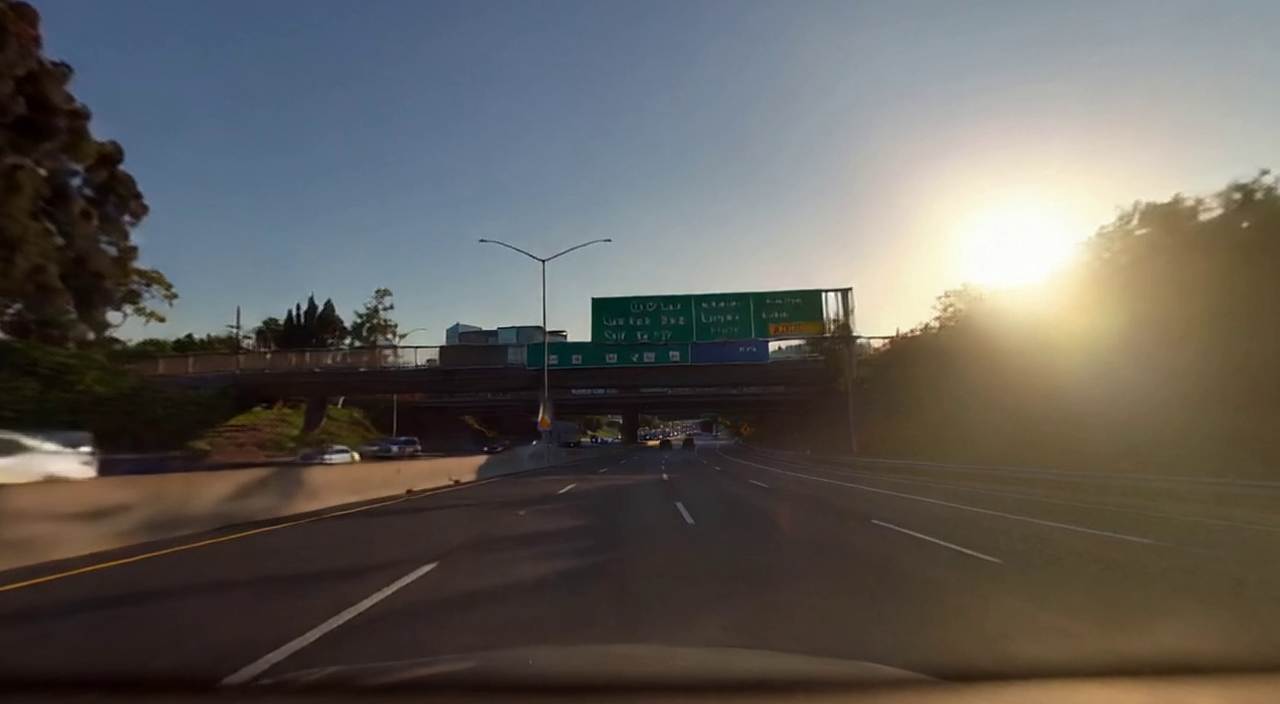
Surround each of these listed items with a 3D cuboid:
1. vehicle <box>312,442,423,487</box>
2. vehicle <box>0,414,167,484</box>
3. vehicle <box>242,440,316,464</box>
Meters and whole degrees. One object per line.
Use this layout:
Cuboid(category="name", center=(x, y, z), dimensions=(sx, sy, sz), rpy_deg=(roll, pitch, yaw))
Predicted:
Cuboid(category="vehicle", center=(-9.478, 3.937, 22.433), dimensions=(1.938, 1.430, 4.392), rpy_deg=(0, -9, 1))
Cuboid(category="vehicle", center=(-19.495, 3.302, 21.633), dimensions=(2.235, 2.061, 5.495), rpy_deg=(0, -9, 1))
Cuboid(category="vehicle", center=(-22.607, 6.303, 39.759), dimensions=(1.867, 1.408, 4.507), rpy_deg=(0, -9, 2))
